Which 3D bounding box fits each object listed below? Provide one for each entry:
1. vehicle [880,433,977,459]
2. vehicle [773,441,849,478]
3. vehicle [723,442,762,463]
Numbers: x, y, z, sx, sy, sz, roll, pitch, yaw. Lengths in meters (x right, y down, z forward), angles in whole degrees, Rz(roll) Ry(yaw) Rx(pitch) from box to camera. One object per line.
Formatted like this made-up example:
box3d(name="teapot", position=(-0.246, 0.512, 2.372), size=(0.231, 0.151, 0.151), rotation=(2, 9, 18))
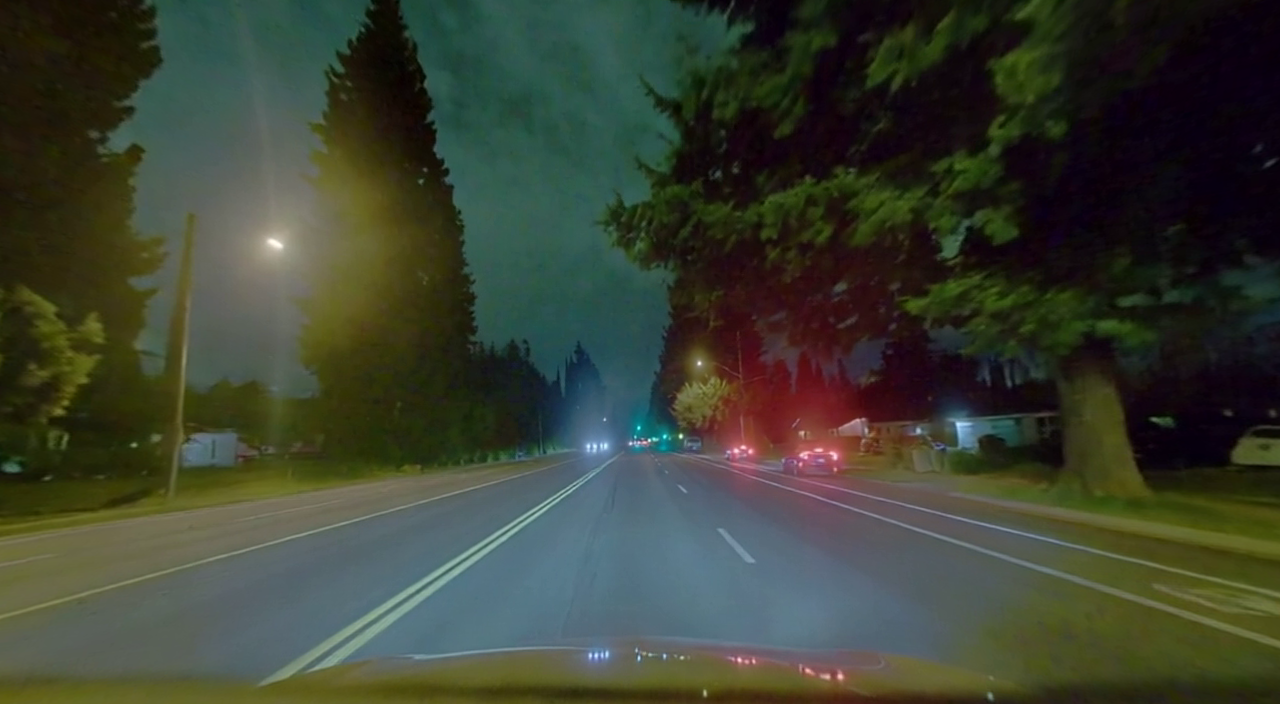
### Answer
box3d(name="vehicle", position=(17.637, 5.772, 38.815), size=(4.793, 1.537, 2.353), rotation=(1, -8, -5))
box3d(name="vehicle", position=(7.265, 4.597, 27.329), size=(2.010, 1.469, 4.548), rotation=(0, -8, 0))
box3d(name="vehicle", position=(7.367, 7.240, 45.756), size=(1.967, 1.449, 4.645), rotation=(0, -8, -1))
